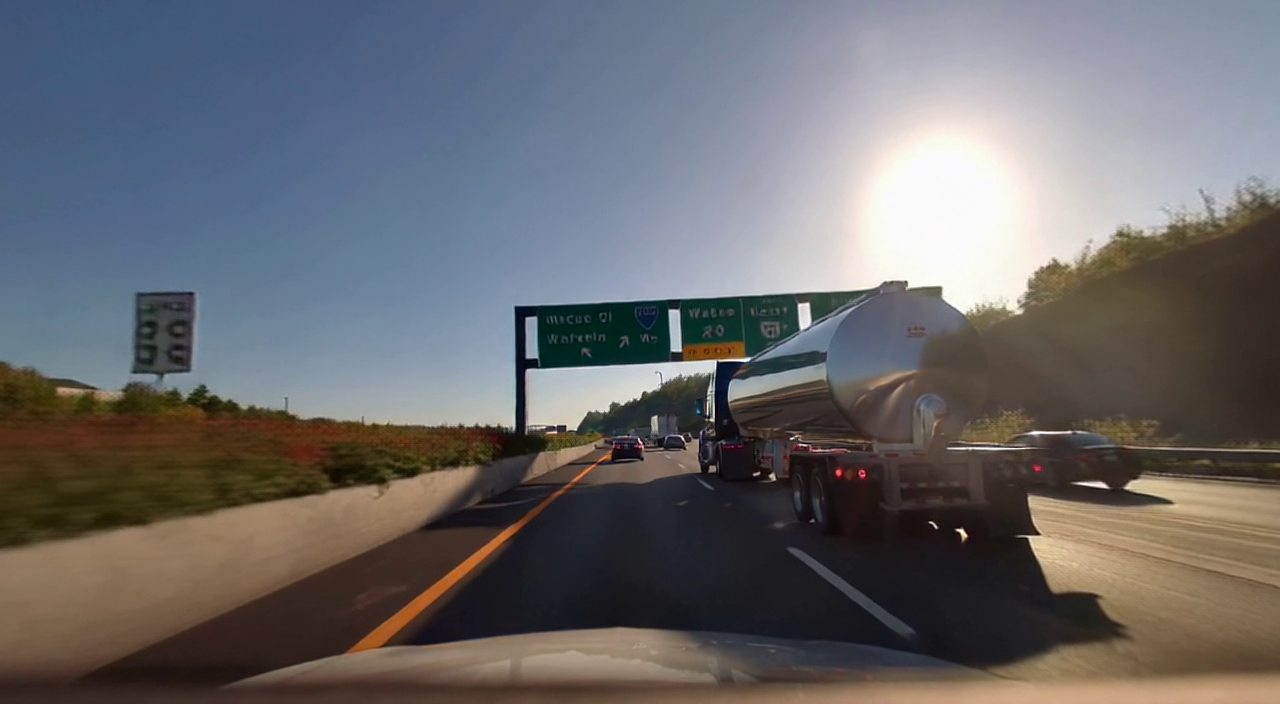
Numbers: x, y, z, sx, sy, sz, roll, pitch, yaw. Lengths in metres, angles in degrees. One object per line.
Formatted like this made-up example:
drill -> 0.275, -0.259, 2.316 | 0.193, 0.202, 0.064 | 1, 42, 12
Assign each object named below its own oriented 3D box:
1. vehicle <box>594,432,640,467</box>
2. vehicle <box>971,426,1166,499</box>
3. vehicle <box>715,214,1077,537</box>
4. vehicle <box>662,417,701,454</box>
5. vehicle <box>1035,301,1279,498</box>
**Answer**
vehicle -> -1.022, 4.428, 28.878 | 2.000, 1.510, 3.518 | 0, -8, -1
vehicle -> 9.848, 2.531, 14.926 | 1.739, 1.471, 3.889 | 0, -8, -3
vehicle -> 3.579, 0.848, 12.212 | 2.826, 3.905, 9.262 | 0, -8, -2
vehicle -> 3.143, 6.551, 49.417 | 2.475, 2.782, 4.986 | 0, -8, -3
vehicle -> 14.791, 1.293, 15.498 | 2.878, 4.124, 10.050 | 1, -8, -5
